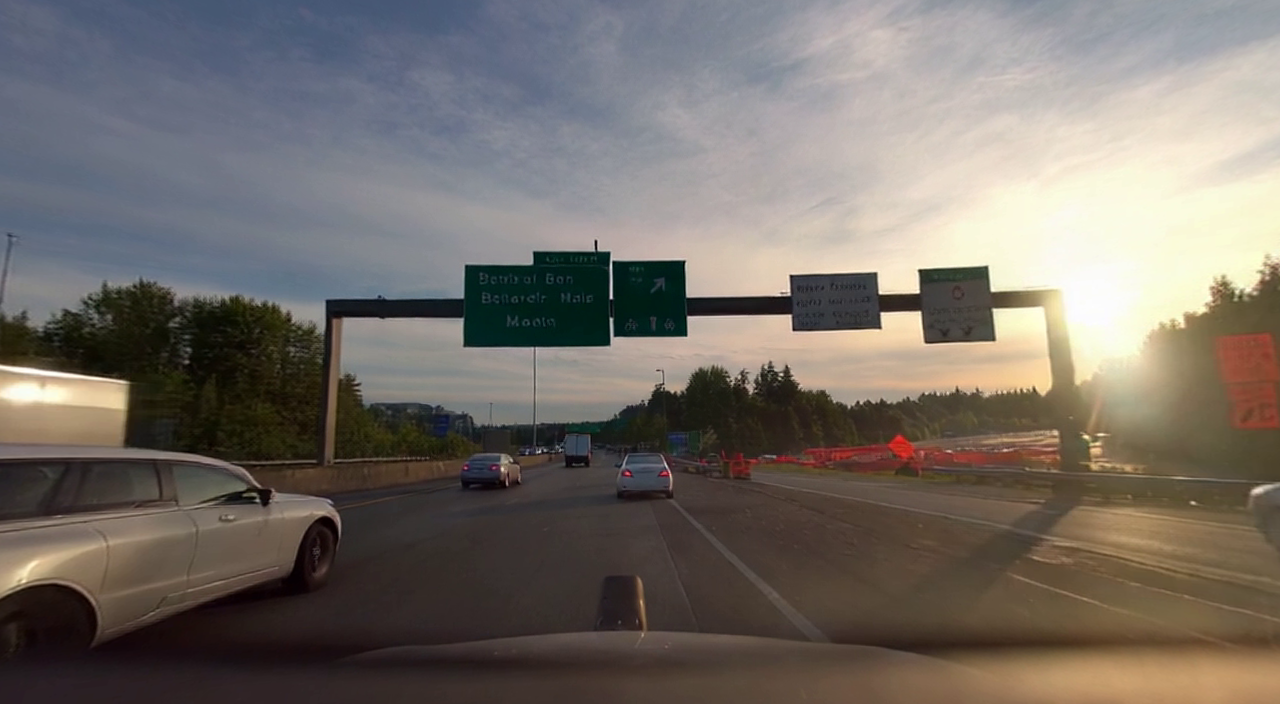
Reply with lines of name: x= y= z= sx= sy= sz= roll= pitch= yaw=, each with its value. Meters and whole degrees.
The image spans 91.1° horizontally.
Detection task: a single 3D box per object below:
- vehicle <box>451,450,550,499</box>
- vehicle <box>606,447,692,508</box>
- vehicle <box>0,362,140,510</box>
vehicle: x=-4.388 y=3.904 z=20.446 sx=2.063 sy=1.417 sz=4.000 roll=-1 pitch=-9 yaw=4
vehicle: x=0.227 y=3.323 z=17.068 sx=2.080 sy=1.451 sz=3.512 roll=0 pitch=-9 yaw=0
vehicle: x=-19.131 y=1.978 z=15.124 sx=2.839 sy=4.040 sz=14.032 roll=0 pitch=-9 yaw=-1
